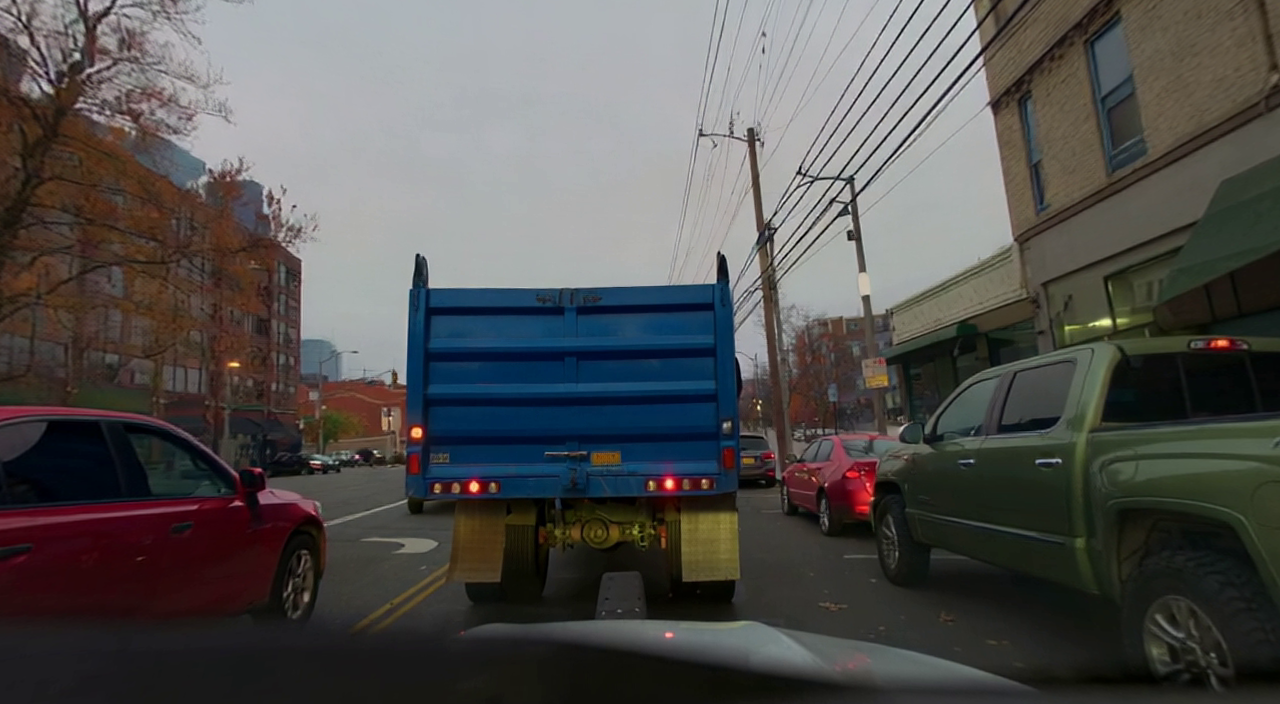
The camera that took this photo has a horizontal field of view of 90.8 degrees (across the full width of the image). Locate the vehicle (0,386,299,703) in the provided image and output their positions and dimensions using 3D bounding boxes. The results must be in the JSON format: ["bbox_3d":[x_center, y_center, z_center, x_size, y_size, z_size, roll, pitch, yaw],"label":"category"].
[{"bbox_3d":[-4.113,1.059,3.435,1.988,1.657,4.492,0,-8,0],"label":"vehicle"}]

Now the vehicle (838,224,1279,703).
[{"bbox_3d":[3.235,0.844,3.853,2.242,1.979,5.722,0,-8,1],"label":"vehicle"}]

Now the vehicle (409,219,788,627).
[{"bbox_3d":[-0.226,1.099,9.102,2.878,3.204,8.244,0,-8,1],"label":"vehicle"}]
